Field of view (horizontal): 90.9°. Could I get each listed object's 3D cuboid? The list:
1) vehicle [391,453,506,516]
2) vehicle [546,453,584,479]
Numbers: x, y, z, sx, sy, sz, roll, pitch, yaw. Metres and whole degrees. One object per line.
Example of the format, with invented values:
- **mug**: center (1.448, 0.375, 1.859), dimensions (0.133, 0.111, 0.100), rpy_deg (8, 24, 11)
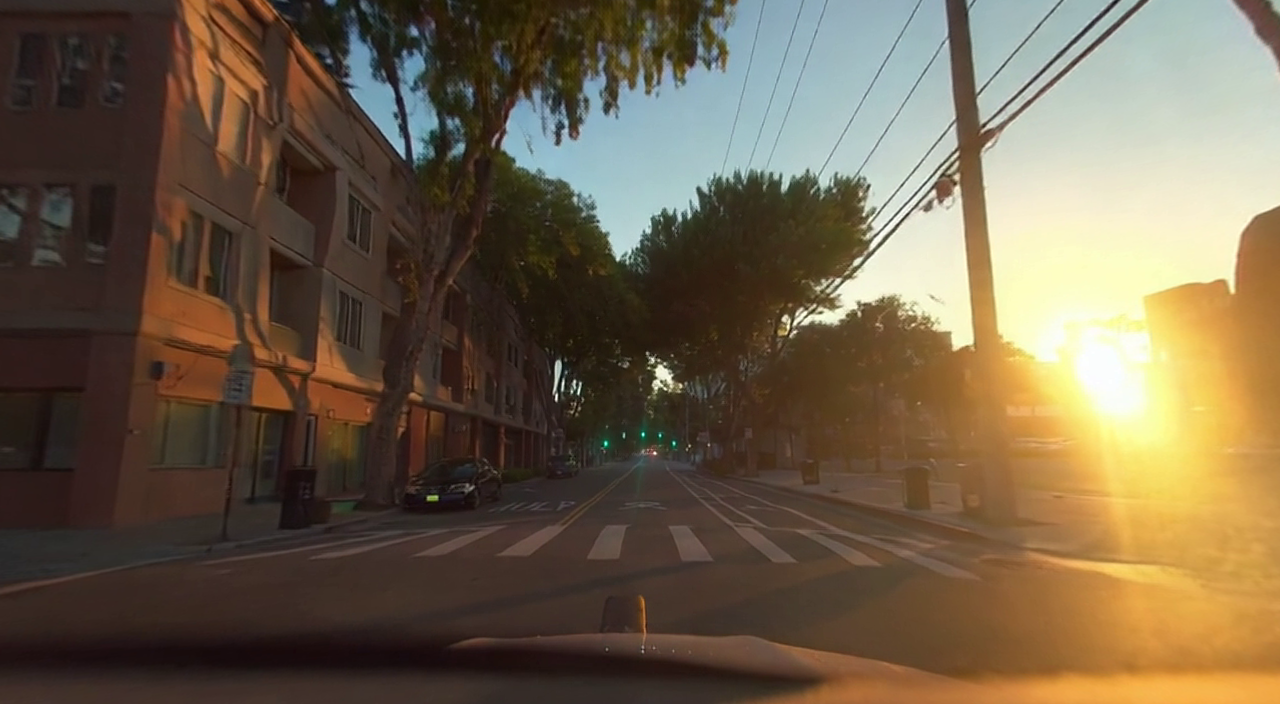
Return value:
- **vehicle**: center (-5.815, 4.053, 19.860), dimensions (2.223, 1.658, 4.621), rpy_deg (0, -8, 0)
- **vehicle**: center (-5.467, 8.380, 46.535), dimensions (2.147, 1.701, 4.879), rpy_deg (0, -8, 1)
